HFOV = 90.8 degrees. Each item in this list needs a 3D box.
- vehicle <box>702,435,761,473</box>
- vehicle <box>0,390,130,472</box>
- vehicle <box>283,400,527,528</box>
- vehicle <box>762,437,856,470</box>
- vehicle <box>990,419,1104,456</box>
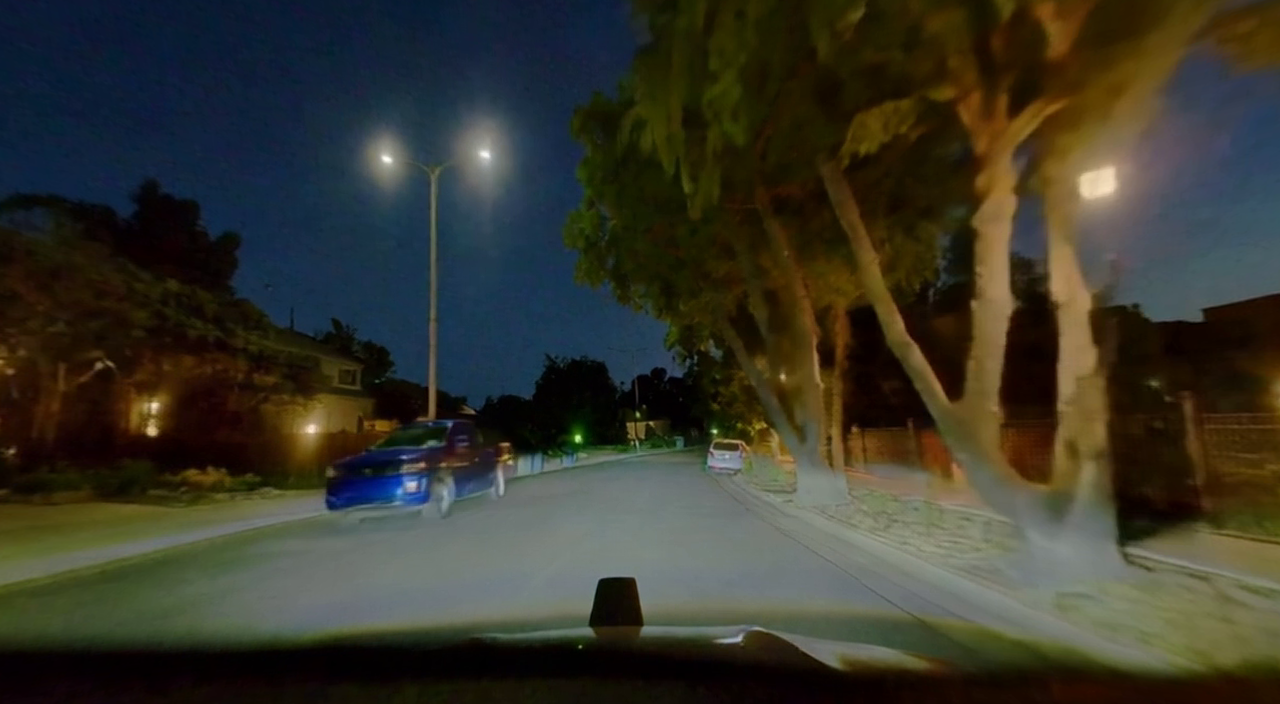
[{"bbox_3d":[4.261,4.845,30.167,2.051,1.676,4.497,0,-9,-1],"label":"vehicle"},{"bbox_3d":[-21.111,2.798,22.341,4.119,2.697,2.226,-1,-7,2],"label":"vehicle"},{"bbox_3d":[-4.337,2.285,13.504,2.274,2.008,6.986,0,-9,2],"label":"vehicle"},{"bbox_3d":[8.319,4.994,31.361,4.057,1.483,1.828,0,-7,-4],"label":"vehicle"},{"bbox_3d":[18.566,3.921,29.023,3.903,1.592,1.921,-1,-7,14],"label":"vehicle"}]
